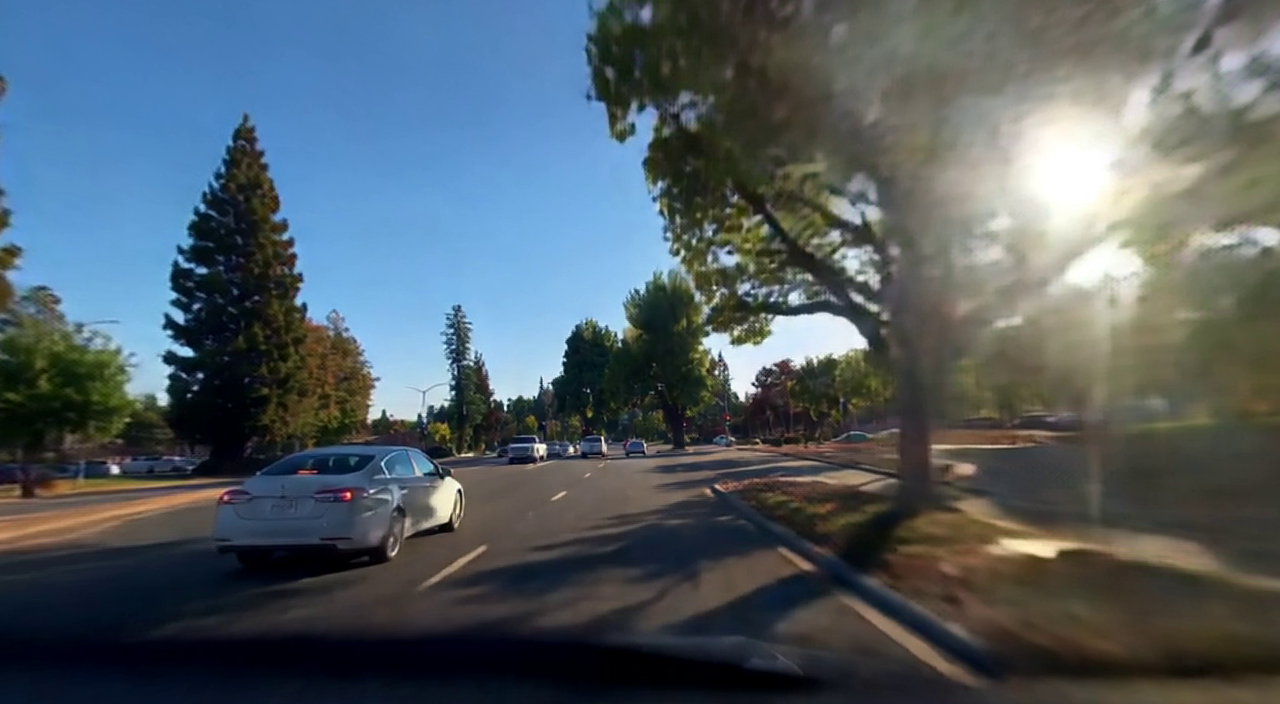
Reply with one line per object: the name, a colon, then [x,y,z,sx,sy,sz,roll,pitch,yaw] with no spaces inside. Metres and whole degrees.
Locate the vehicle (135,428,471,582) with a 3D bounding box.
vehicle: [-3.741,1.757,8.141,1.905,1.418,4.396,0,-8,0]

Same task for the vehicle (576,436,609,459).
vehicle: [-3.531,7.186,47.610,2.103,1.592,4.160,0,-8,1]

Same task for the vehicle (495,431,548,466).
vehicle: [-7.414,6.121,40.256,2.274,2.040,6.031,0,-8,0]
